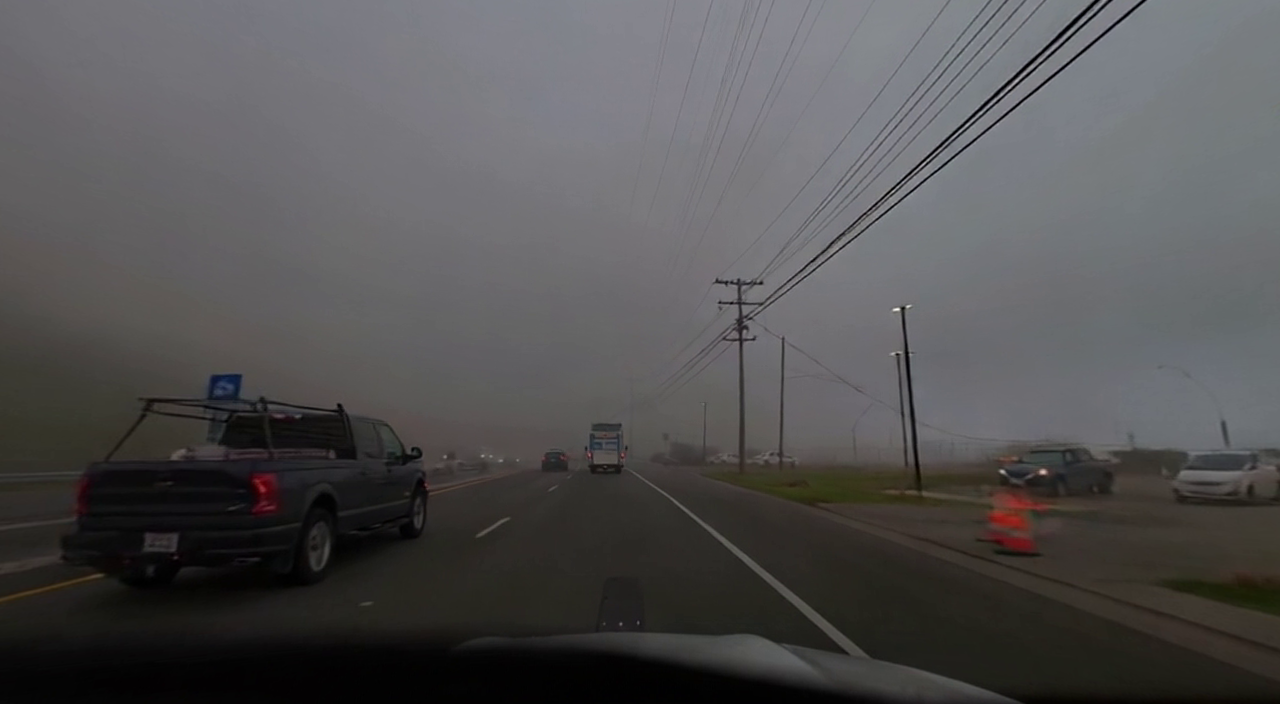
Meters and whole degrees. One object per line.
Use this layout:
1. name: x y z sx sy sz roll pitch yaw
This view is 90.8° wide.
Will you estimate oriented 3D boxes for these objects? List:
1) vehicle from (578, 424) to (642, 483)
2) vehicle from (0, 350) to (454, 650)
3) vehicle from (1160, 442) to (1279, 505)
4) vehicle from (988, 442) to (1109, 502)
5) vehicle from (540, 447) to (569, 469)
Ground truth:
1. vehicle: -1.348 4.371 27.497 2.486 2.280 5.291 0 -9 -4
2. vehicle: -4.113 1.397 7.151 2.345 2.012 5.693 0 -8 -1
3. vehicle: 19.619 3.942 21.106 5.424 1.844 2.255 7 -11 -39
4. vehicle: 14.906 4.237 22.920 5.331 1.917 2.166 7 -11 -41
5. vehicle: -6.287 7.816 46.787 1.972 1.496 4.150 1 -9 -5
